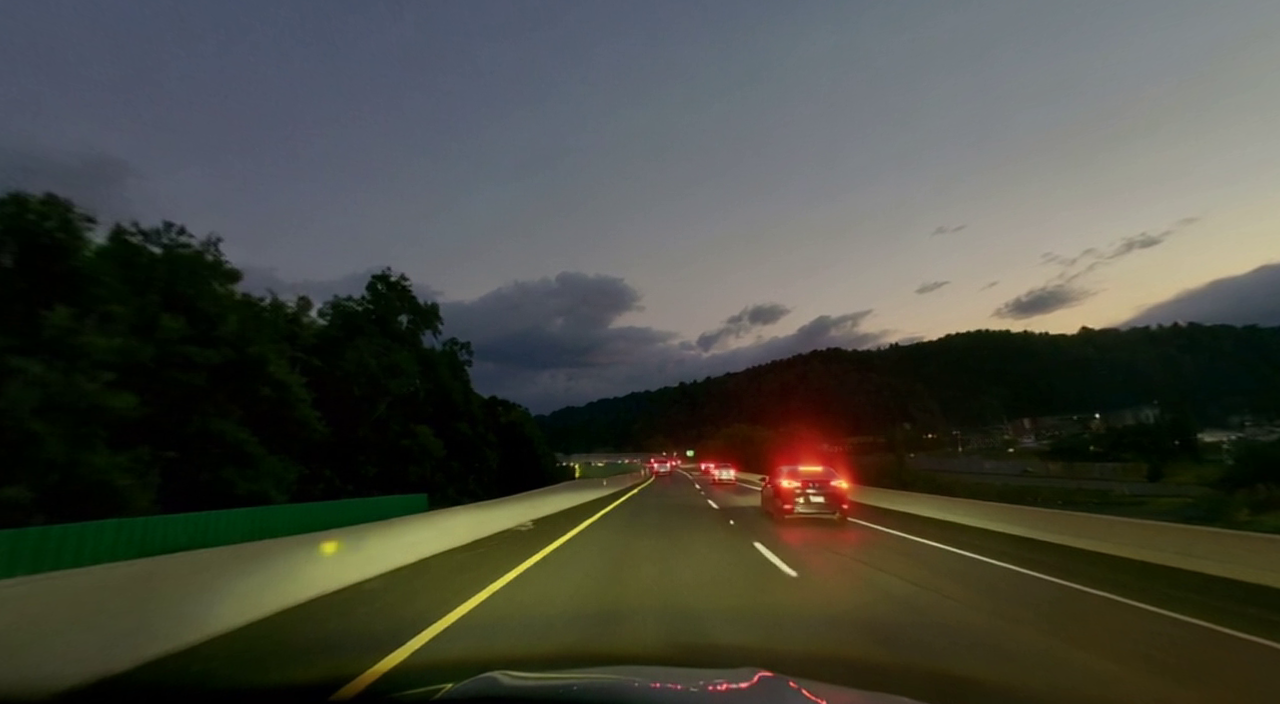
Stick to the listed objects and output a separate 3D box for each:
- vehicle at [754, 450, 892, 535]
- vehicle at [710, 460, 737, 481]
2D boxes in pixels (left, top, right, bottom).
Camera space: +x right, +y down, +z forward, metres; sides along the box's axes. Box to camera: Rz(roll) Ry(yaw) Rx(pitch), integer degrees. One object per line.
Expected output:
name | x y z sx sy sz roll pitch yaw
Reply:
vehicle | 3.931 3.113 14.375 2.023 1.593 4.105 1 -10 2
vehicle | 6.608 9.415 49.979 2.018 1.533 3.724 0 -10 7
